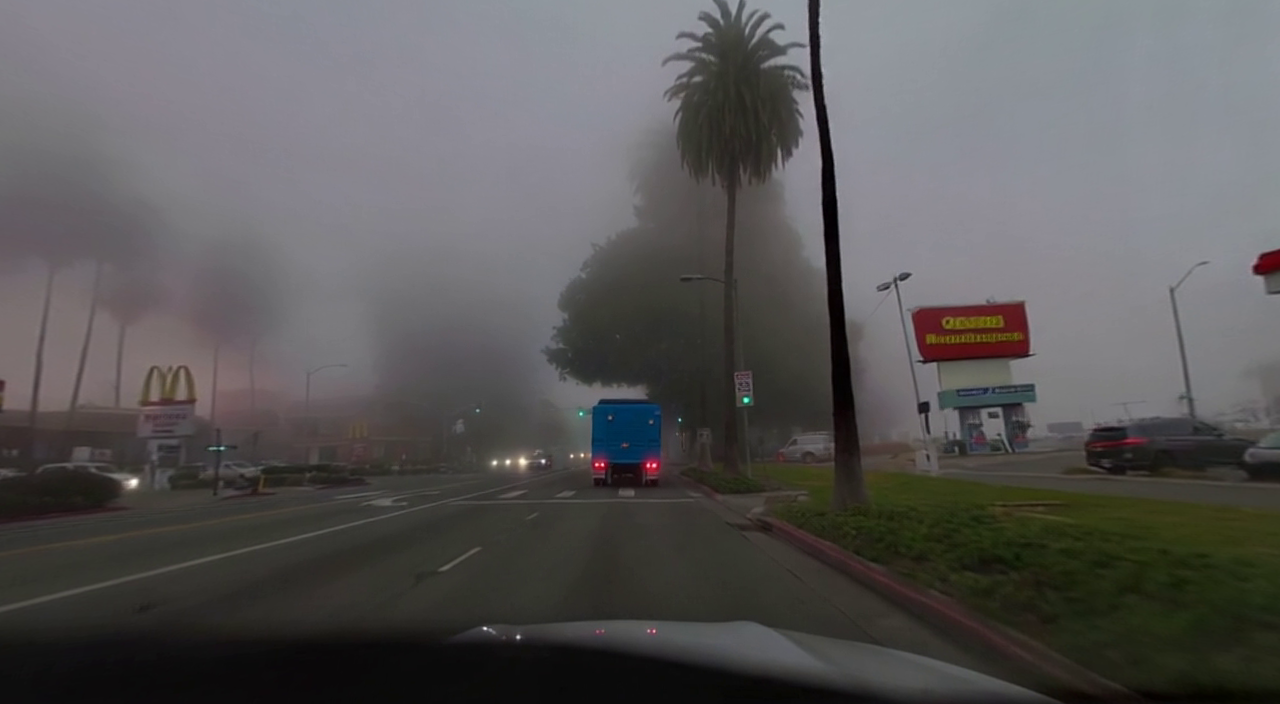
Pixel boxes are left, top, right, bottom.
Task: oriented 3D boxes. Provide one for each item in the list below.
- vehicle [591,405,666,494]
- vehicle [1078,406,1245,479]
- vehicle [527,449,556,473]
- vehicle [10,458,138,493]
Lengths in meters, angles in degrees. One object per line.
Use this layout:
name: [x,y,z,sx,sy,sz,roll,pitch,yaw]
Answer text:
vehicle: [-0.264,3.678,24.070,2.463,2.954,5.938,0,-8,2]
vehicle: [15.801,2.743,19.093,5.078,1.937,2.326,6,-10,-33]
vehicle: [-7.491,8.221,47.877,1.997,1.679,4.263,2,-9,-9]
vehicle: [-28.118,6.125,31.602,4.303,1.567,2.021,5,-10,-30]
